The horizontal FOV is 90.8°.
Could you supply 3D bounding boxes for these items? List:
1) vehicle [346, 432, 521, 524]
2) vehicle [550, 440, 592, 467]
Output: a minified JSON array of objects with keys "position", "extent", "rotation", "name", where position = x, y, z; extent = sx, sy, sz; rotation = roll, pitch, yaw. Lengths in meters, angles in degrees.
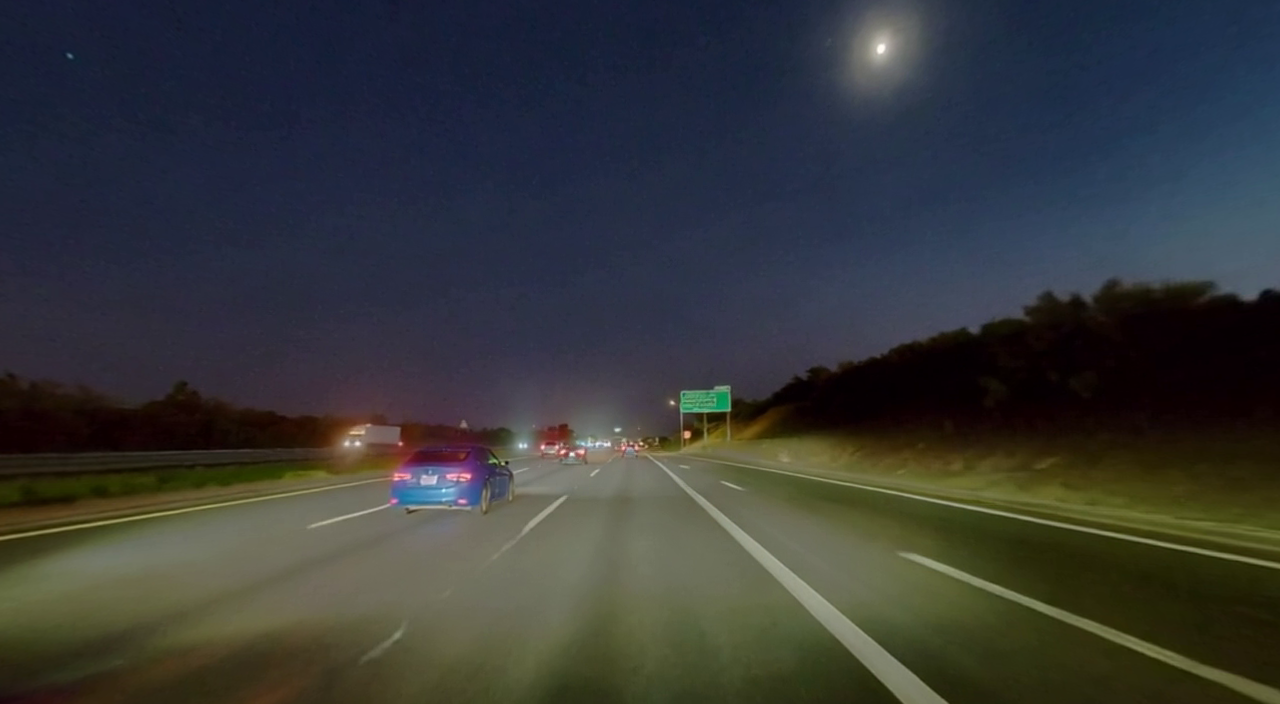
[{"position":[-3.832,2.413,12.702],"extent":[2.025,1.506,4.429],"rotation":[0,-8,0],"name":"vehicle"},{"position":[-4.080,6.079,37.928],"extent":[2.068,1.501,4.395],"rotation":[0,-8,-1],"name":"vehicle"}]
